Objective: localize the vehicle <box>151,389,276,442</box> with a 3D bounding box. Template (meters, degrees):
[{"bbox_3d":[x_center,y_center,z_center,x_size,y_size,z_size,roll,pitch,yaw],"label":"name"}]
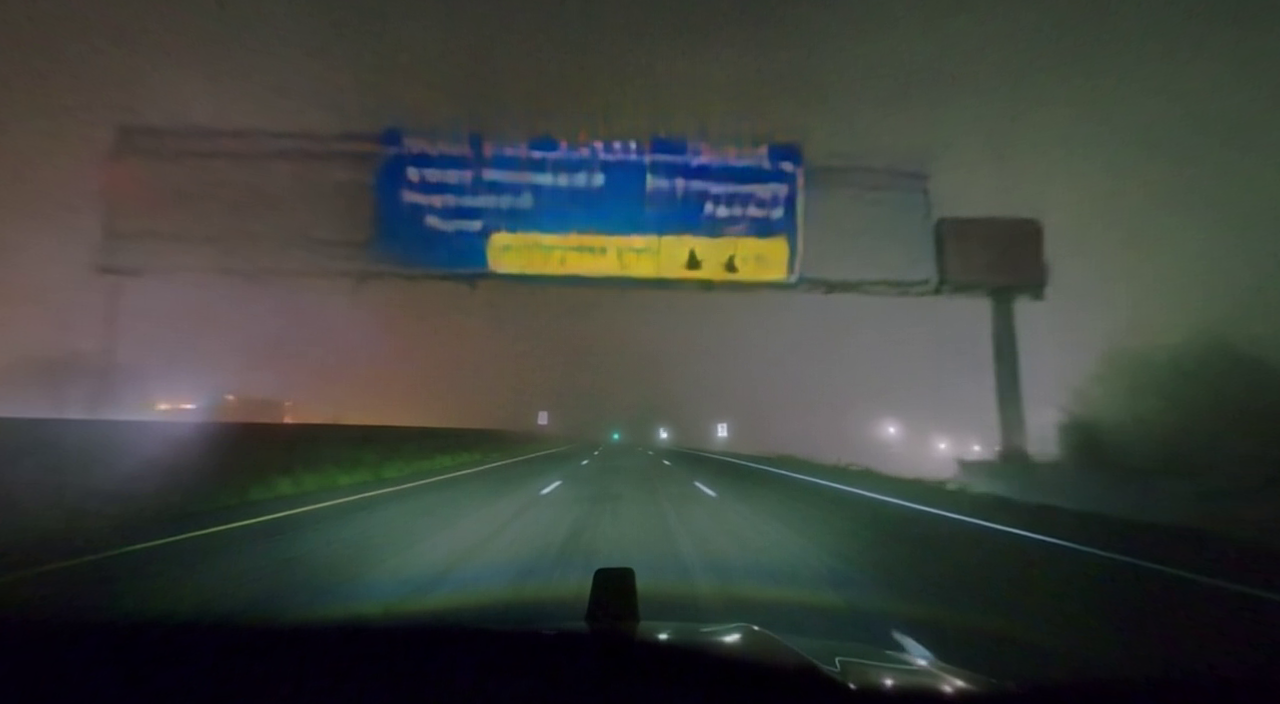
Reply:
[{"bbox_3d":[-26.795,4.181,40.167,2.725,2.979,7.785,0,-8,-3],"label":"vehicle"}]
